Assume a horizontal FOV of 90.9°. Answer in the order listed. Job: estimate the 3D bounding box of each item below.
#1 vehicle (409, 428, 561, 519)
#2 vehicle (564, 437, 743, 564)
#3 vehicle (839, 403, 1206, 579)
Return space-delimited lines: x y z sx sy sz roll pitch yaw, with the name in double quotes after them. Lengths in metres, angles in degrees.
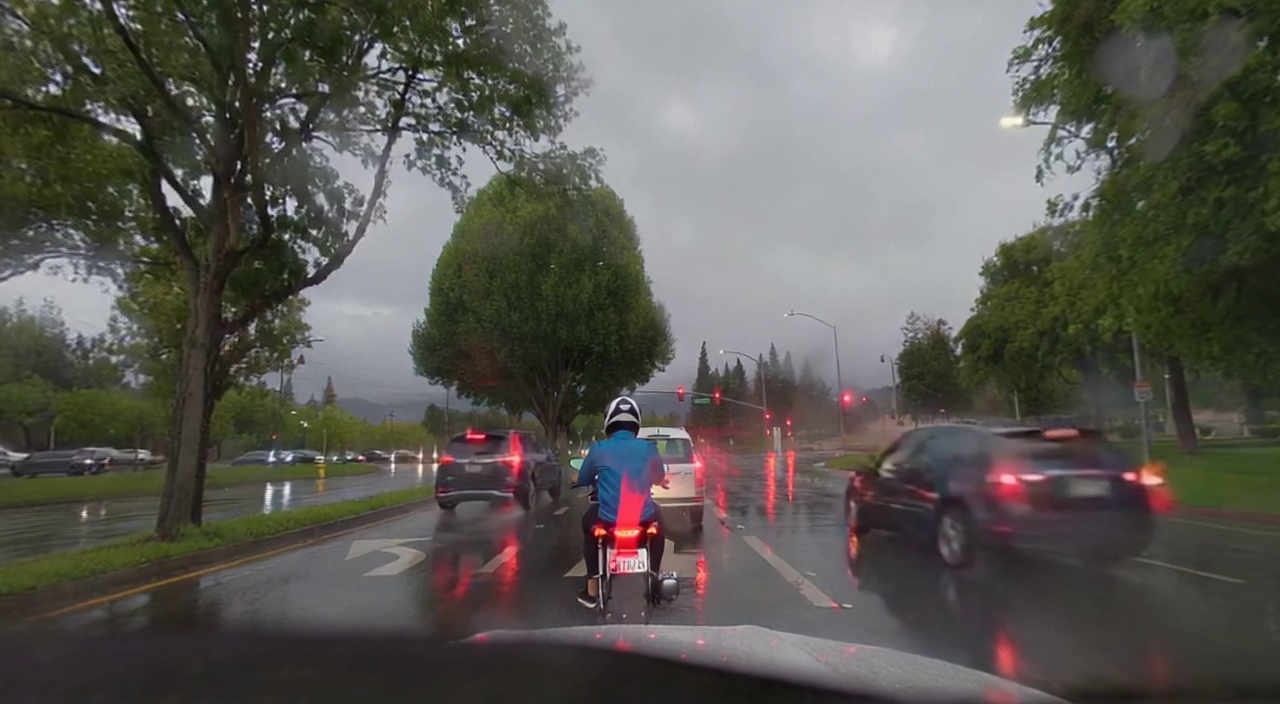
-3.195 2.622 14.250 2.056 1.647 5.045 -1 -8 1 "vehicle"
0.126 2.059 9.651 2.093 1.450 4.437 0 -8 -1 "vehicle"
4.334 1.631 8.207 2.075 1.661 4.229 0 -8 0 "vehicle"
